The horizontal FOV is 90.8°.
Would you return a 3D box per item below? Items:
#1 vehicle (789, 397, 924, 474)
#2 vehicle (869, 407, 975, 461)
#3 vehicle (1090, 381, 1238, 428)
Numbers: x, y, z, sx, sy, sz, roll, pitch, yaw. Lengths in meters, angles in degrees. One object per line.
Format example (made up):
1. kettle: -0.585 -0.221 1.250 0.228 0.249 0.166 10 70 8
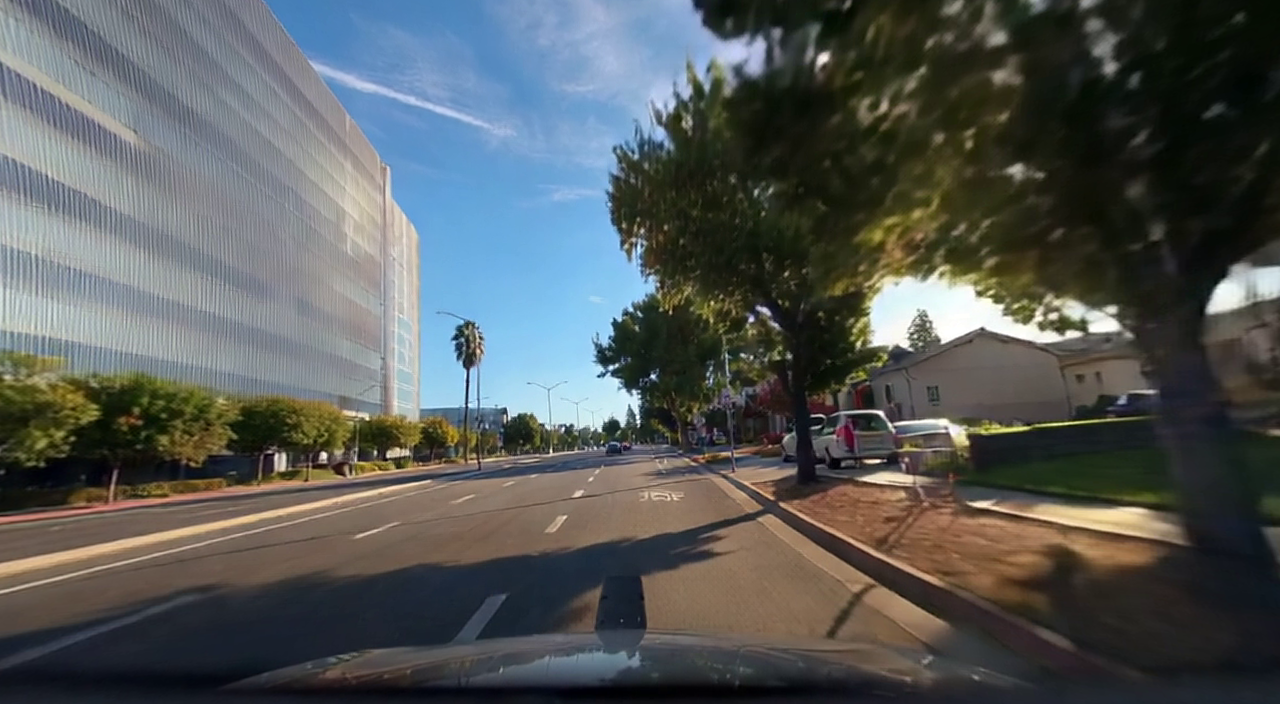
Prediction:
1. vehicle: 6.444 2.621 19.610 2.160 1.944 5.086 -3 -8 -2
2. vehicle: 8.851 2.650 20.184 1.842 1.535 3.638 0 -9 3
3. vehicle: 19.832 2.106 24.236 1.890 1.492 4.494 0 -9 2
